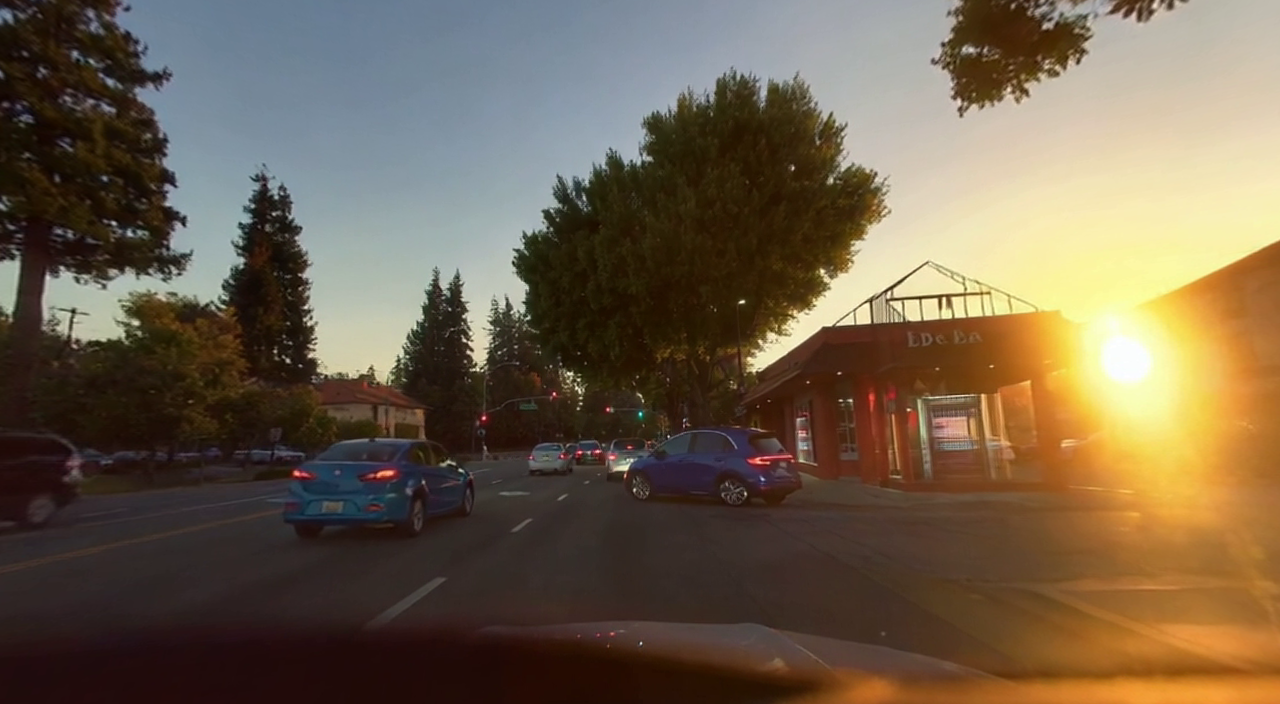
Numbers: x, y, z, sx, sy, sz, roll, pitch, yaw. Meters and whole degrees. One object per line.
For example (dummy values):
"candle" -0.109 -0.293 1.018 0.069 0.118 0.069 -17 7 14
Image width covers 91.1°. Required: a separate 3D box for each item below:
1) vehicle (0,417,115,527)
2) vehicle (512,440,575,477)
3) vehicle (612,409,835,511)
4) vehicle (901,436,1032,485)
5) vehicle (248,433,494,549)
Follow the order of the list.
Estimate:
"vehicle" -17.064 2.973 15.534 2.537 2.696 6.281 0 -9 1
"vehicle" -4.039 4.536 27.007 2.042 1.470 4.123 0 -8 0
"vehicle" 1.780 2.419 14.403 4.642 1.955 2.052 -7 -11 39
"vehicle" 12.296 4.105 23.836 3.871 1.525 1.835 -3 -9 0
"vehicle" -3.949 2.097 10.225 2.026 1.466 4.282 0 -8 1
